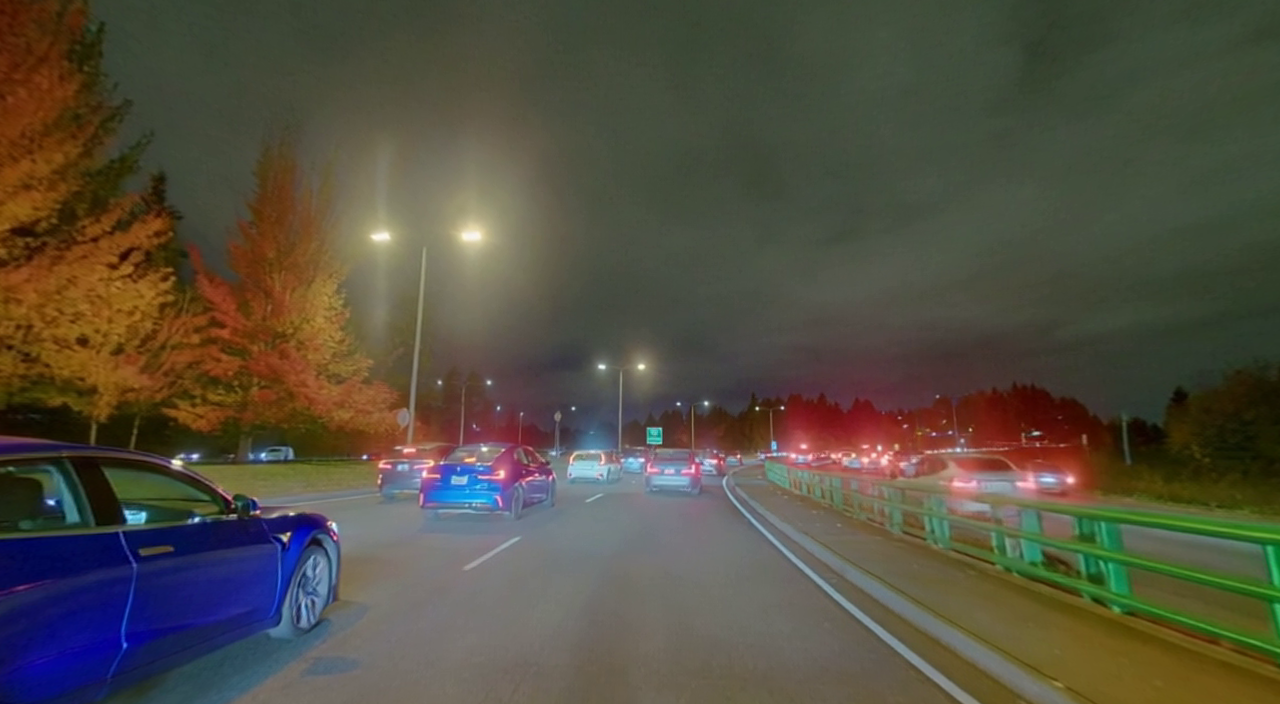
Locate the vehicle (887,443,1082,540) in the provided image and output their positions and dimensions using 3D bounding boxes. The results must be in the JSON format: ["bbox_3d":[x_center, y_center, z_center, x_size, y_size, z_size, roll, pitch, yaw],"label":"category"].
[{"bbox_3d":[6.812,2.744,13.053,1.768,1.634,4.064,0,-9,1],"label":"vehicle"}]

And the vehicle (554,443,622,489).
[{"bbox_3d":[-1.948,4.454,25.030,1.930,1.635,4.260,0,-9,6],"label":"vehicle"}]

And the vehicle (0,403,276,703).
[{"bbox_3d":[-3.489,0.893,2.085,1.921,1.503,4.317,0,-9,1],"label":"vehicle"}]

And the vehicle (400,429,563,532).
[{"bbox_3d":[-2.917,2.481,12.776,1.979,1.663,4.513,0,-9,2],"label":"vehicle"}]

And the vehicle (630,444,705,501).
[{"bbox_3d":[0.881,3.578,19.138,2.015,1.506,4.276,0,-9,3],"label":"vehicle"}]
